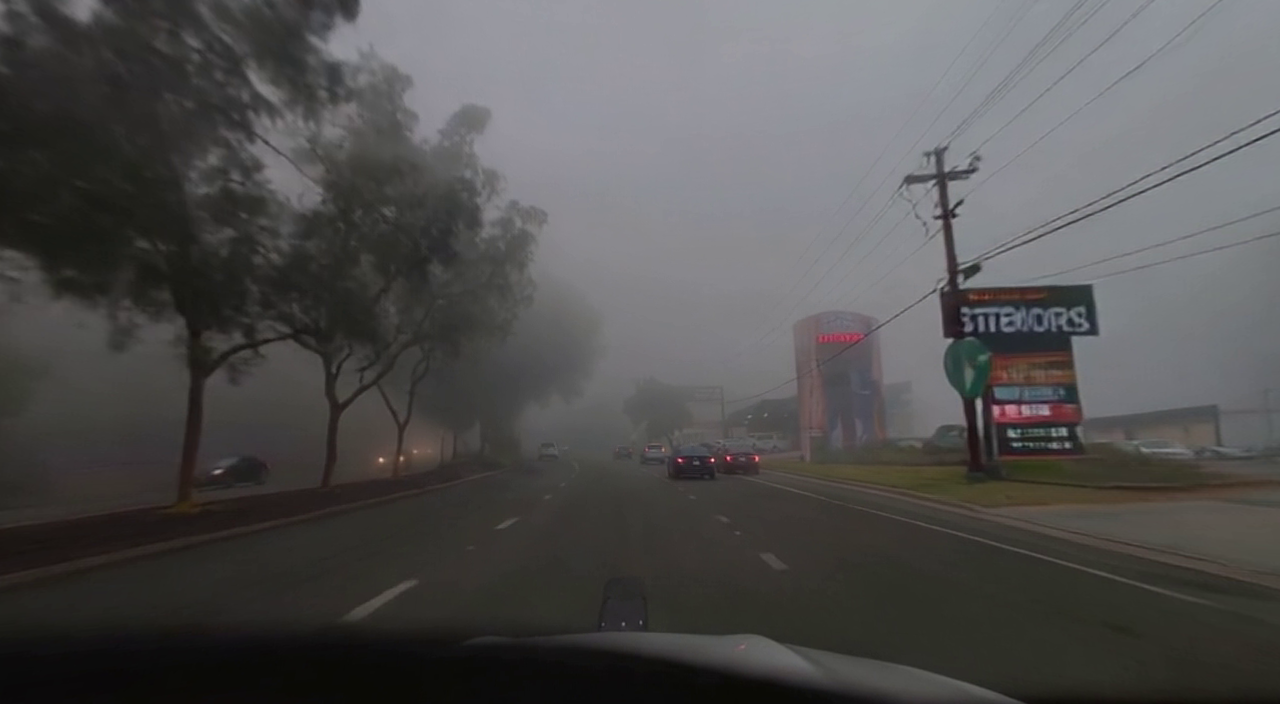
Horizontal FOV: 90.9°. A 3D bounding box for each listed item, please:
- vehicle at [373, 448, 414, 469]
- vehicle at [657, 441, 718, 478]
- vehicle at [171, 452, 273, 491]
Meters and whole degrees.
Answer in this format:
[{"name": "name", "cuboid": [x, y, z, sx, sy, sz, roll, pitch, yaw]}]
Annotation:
[{"name": "vehicle", "cuboid": [-19.500, 8.422, 49.981, 1.873, 1.507, 4.204, 1, -8, -5]}, {"name": "vehicle", "cuboid": [2.017, 4.739, 28.107, 2.130, 1.476, 4.453, 1, -8, -3]}, {"name": "vehicle", "cuboid": [-20.519, 5.835, 31.259, 2.005, 1.713, 4.648, 0, -8, -3]}]
